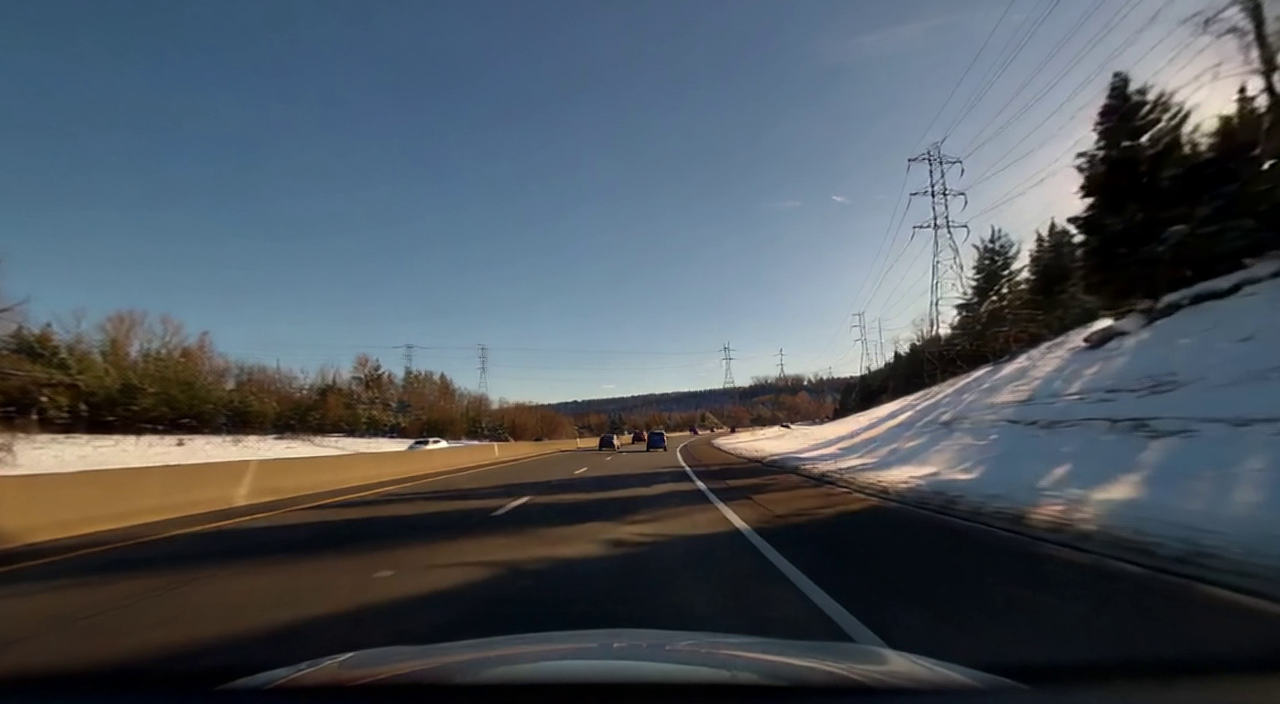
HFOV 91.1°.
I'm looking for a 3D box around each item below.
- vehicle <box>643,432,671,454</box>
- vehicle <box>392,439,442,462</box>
[{"bbox_3d":[1.356,6.913,47.928,2.077,1.523,4.206,0,-8,3],"label":"vehicle"},{"bbox_3d":[-16.843,7.426,47.707,1.925,1.628,4.630,0,-8,2],"label":"vehicle"}]
